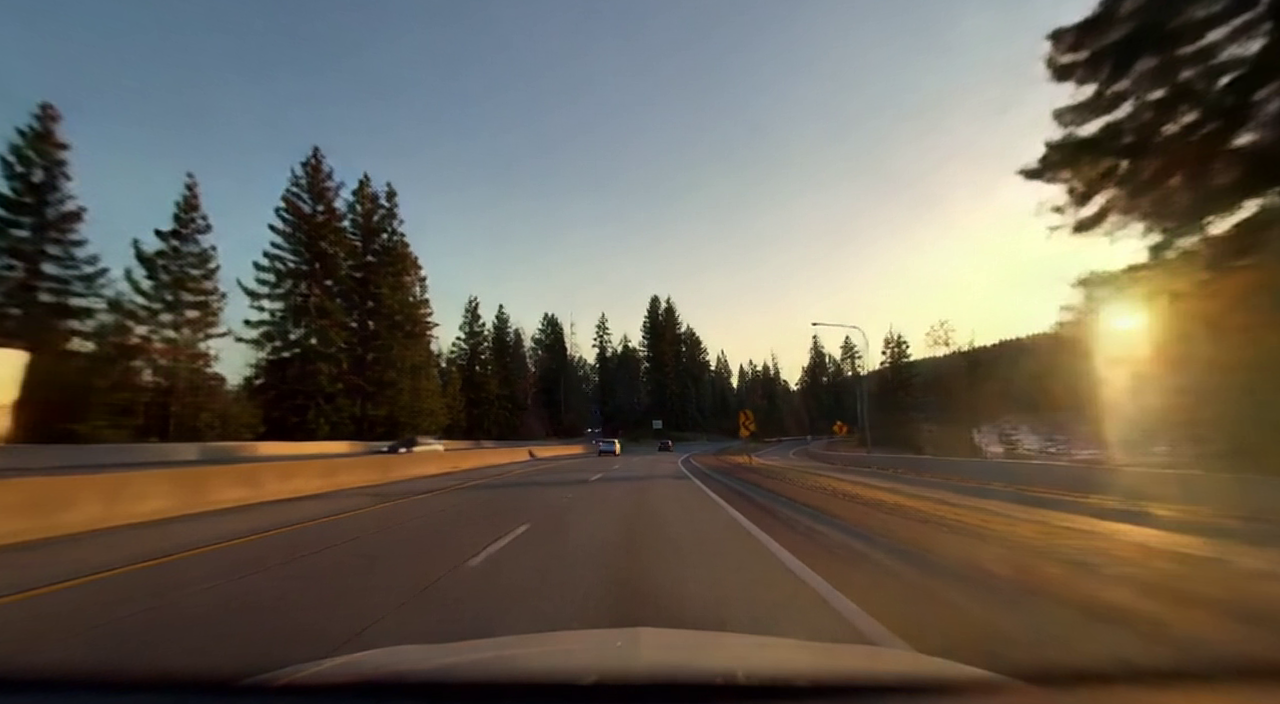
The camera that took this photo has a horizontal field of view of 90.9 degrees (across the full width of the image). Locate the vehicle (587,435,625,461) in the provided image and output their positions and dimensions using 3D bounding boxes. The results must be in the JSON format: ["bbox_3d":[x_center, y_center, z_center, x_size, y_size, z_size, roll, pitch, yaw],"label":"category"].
[{"bbox_3d":[-2.400,6.924,45.634,2.129,1.742,4.217,-1,-8,5],"label":"vehicle"}]

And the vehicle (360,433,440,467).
[{"bbox_3d":[-12.592,5.169,33.508,2.015,1.642,5.169,0,-8,2],"label":"vehicle"}]
